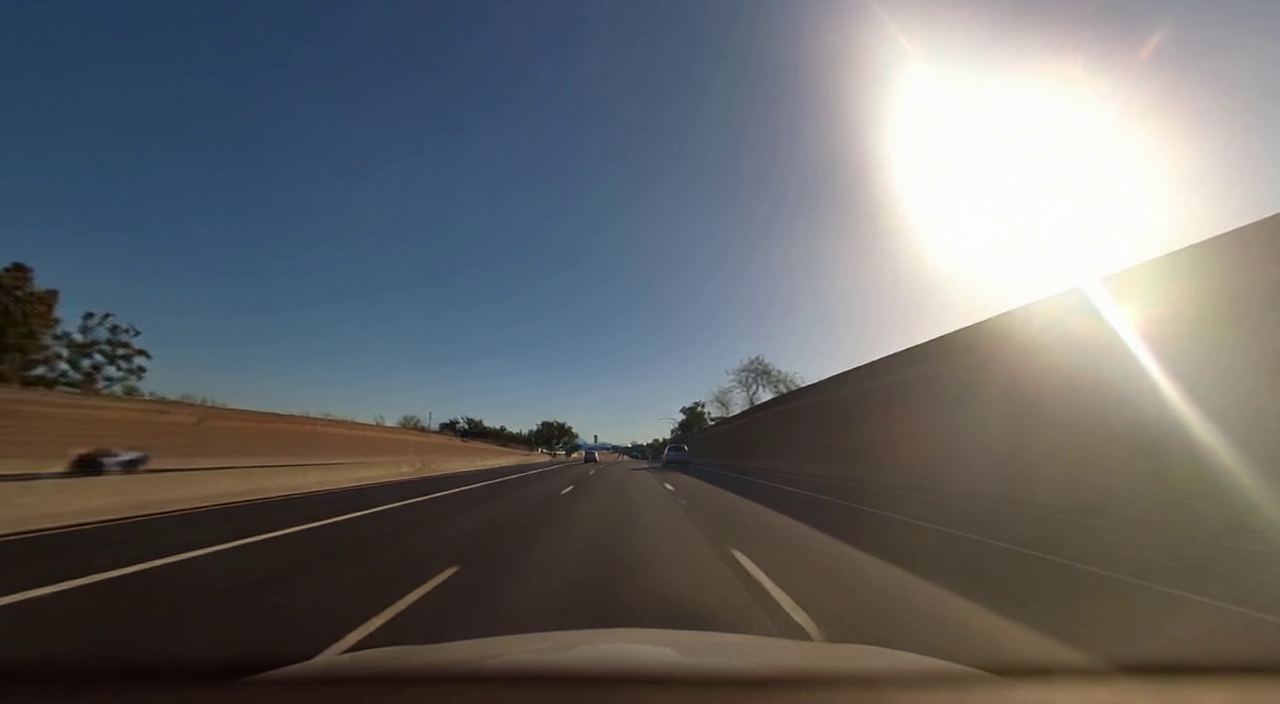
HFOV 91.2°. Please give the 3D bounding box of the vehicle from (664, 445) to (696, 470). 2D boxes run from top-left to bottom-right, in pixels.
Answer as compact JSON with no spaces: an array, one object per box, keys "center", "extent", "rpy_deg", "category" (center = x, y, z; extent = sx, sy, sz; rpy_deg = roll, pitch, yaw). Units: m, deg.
[{"center":[2.638,7.081,42.174],"extent":[1.895,1.555,4.030],"rpy_deg":[-1,-9,0],"category":"vehicle"}]
